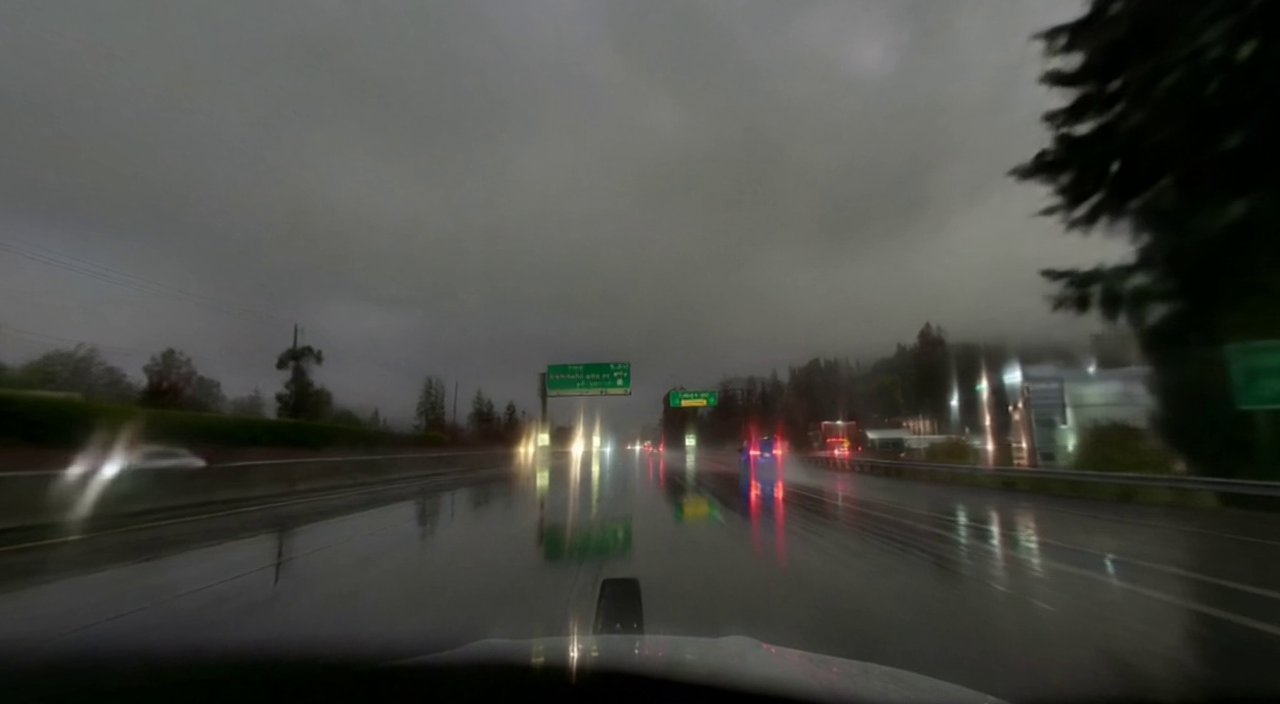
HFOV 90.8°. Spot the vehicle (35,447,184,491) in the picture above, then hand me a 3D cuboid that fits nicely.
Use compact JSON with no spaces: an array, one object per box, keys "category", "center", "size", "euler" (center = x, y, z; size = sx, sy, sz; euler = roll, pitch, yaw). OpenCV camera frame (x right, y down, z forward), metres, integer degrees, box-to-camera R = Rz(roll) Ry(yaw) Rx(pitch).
[{"category":"vehicle","center":[-22.378,4.908,26.976],"size":[2.102,1.635,4.892],"euler":[0,-9,0]}]

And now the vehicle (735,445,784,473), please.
[{"category":"vehicle","center":[7.015,6.318,37.516],"size":[1.958,1.498,4.447],"euler":[0,-8,-1]}]
